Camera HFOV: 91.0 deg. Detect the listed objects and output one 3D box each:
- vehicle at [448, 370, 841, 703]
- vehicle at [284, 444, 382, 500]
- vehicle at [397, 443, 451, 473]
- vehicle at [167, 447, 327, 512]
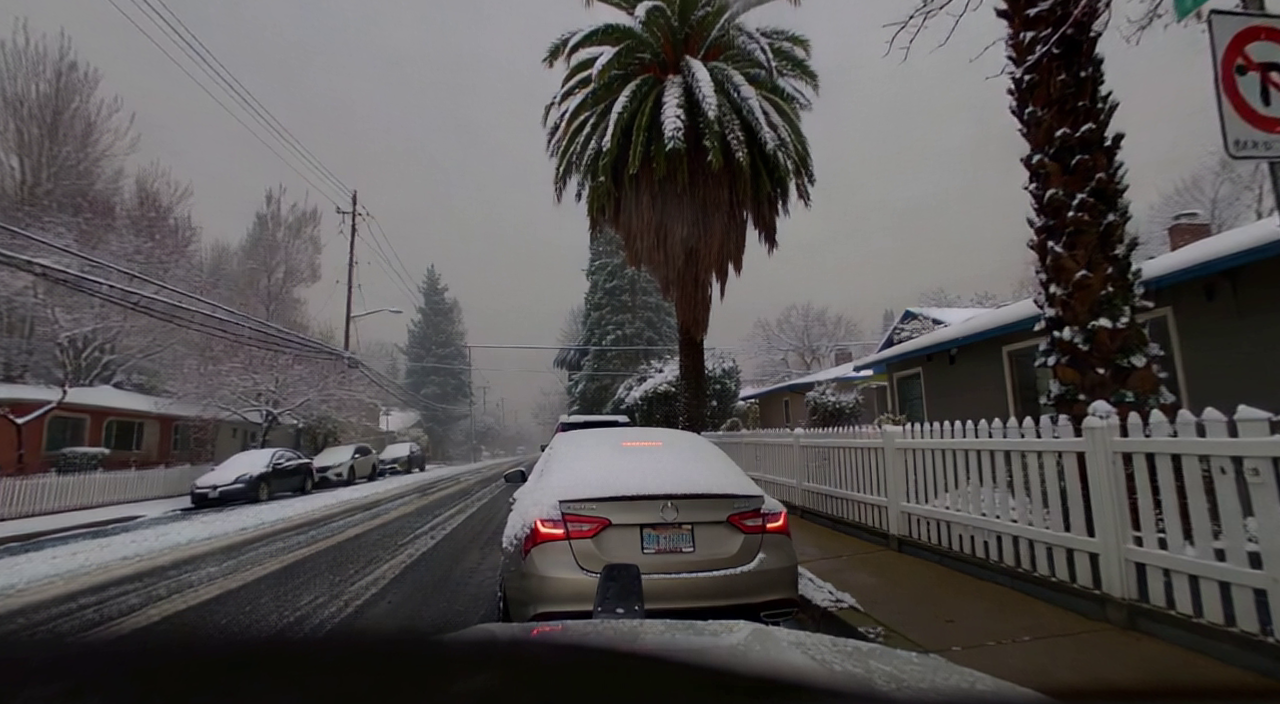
[{"bbox_3d":[-0.134,1.219,4.994,1.894,1.695,3.795,1,-8,-5],"label":"vehicle"},{"bbox_3d":[-12.158,4.715,25.275,2.048,1.485,4.757,-4,-4,-7],"label":"vehicle"},{"bbox_3d":[-13.169,6.466,38.694,2.060,1.689,4.999,1,-8,-7],"label":"vehicle"},{"bbox_3d":[-11.394,3.660,18.789,2.017,1.627,5.039,1,-8,-7],"label":"vehicle"}]
